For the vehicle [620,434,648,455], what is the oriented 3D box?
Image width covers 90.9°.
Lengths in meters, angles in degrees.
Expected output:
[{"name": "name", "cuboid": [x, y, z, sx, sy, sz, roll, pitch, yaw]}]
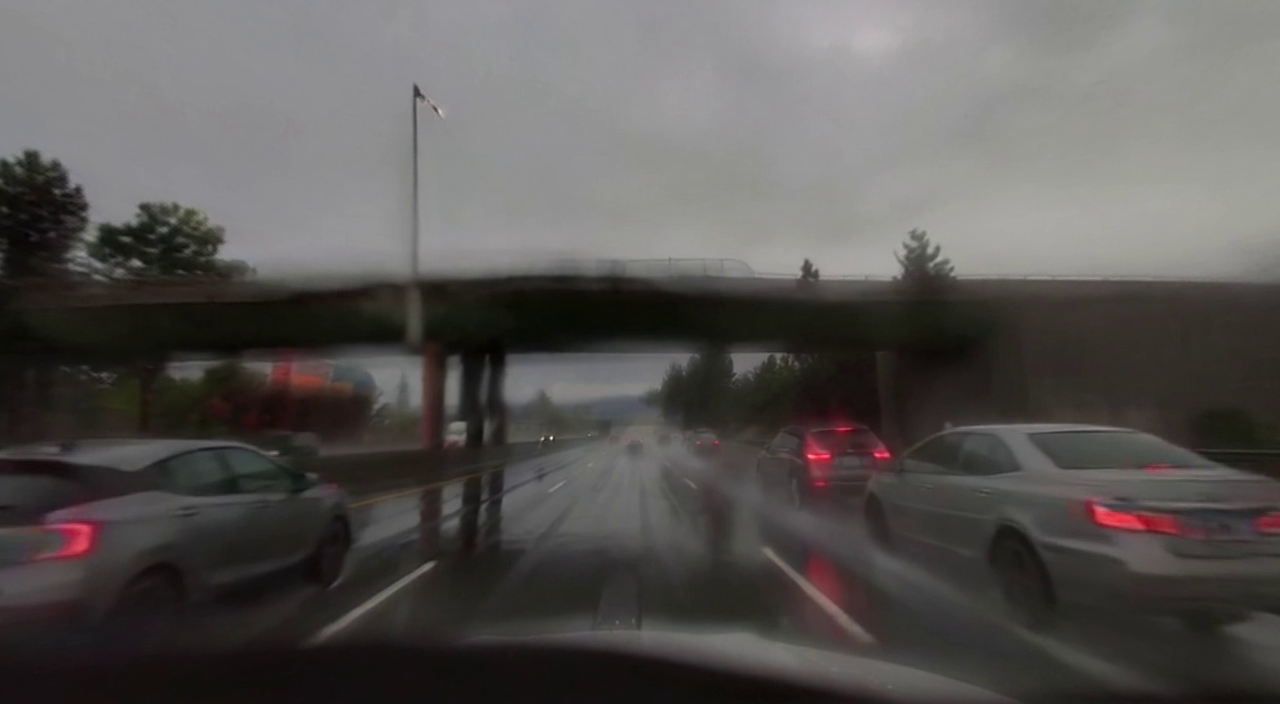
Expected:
[{"name": "vehicle", "cuboid": [-0.435, 7.247, 49.452, 2.103, 1.512, 4.155, 0, -8, -1]}]

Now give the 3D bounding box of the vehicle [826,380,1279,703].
[{"name": "vehicle", "cuboid": [3.427, 1.265, 5.056, 2.240, 1.646, 4.949, 0, -8, -1]}]

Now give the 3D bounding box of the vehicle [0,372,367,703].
[{"name": "vehicle", "cuboid": [-3.519, 1.019, 3.402, 1.993, 1.629, 4.674, 0, -8, 0]}]
